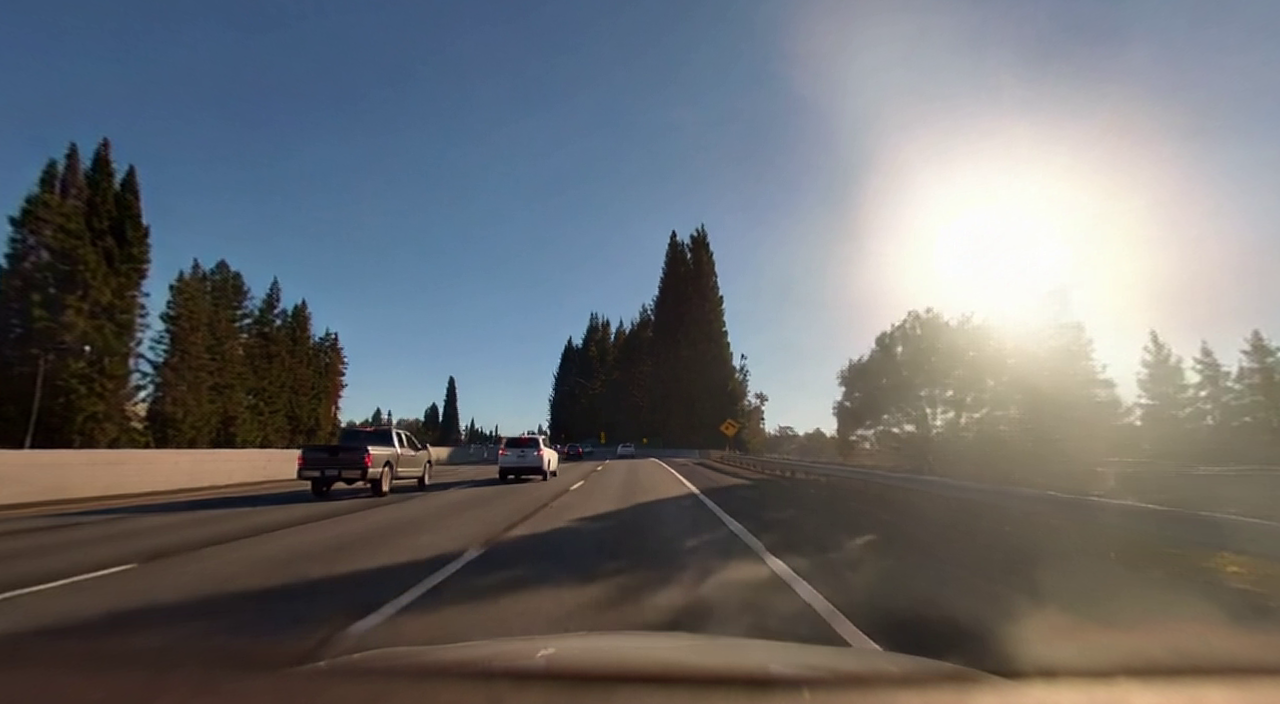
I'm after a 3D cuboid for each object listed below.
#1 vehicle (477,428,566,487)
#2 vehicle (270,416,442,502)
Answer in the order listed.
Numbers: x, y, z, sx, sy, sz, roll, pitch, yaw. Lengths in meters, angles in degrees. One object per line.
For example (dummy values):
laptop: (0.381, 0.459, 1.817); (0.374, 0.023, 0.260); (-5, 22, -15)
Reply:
vehicle: (-3.915, 3.592, 21.725); (2.142, 1.789, 5.009); (0, -8, 0)
vehicle: (-7.335, 2.832, 17.031); (2.160, 1.949, 5.293); (0, -8, 0)
